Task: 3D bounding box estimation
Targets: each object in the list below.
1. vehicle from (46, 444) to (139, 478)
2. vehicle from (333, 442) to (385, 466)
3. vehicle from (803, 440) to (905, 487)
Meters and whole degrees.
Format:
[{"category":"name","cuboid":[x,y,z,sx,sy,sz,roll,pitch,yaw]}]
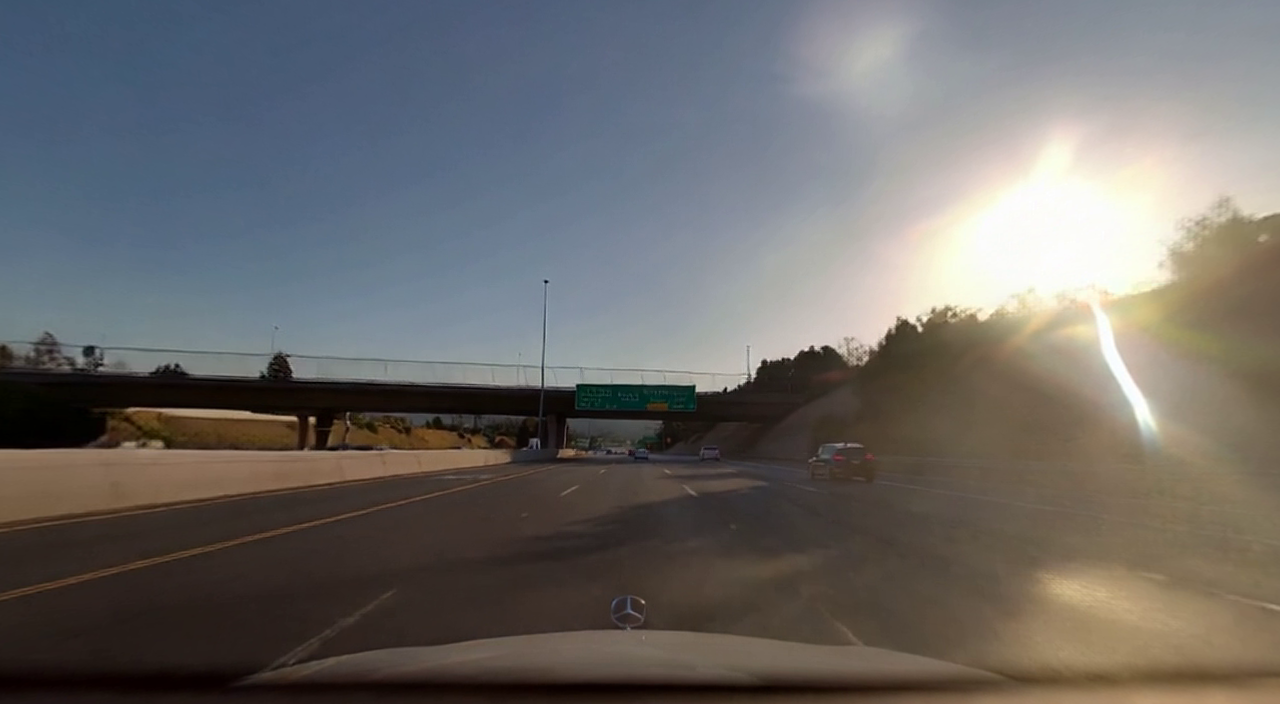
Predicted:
[{"category":"vehicle","cuboid":[-25.878,5.125,29.909,1.660,1.532,2.932,0,-8,2]},{"category":"vehicle","cuboid":[-22.085,8.032,49.789,1.986,1.717,4.622,0,-8,-1]},{"category":"vehicle","cuboid":[7.735,4.053,23.332,2.031,1.524,4.657,0,-8,-1]}]
